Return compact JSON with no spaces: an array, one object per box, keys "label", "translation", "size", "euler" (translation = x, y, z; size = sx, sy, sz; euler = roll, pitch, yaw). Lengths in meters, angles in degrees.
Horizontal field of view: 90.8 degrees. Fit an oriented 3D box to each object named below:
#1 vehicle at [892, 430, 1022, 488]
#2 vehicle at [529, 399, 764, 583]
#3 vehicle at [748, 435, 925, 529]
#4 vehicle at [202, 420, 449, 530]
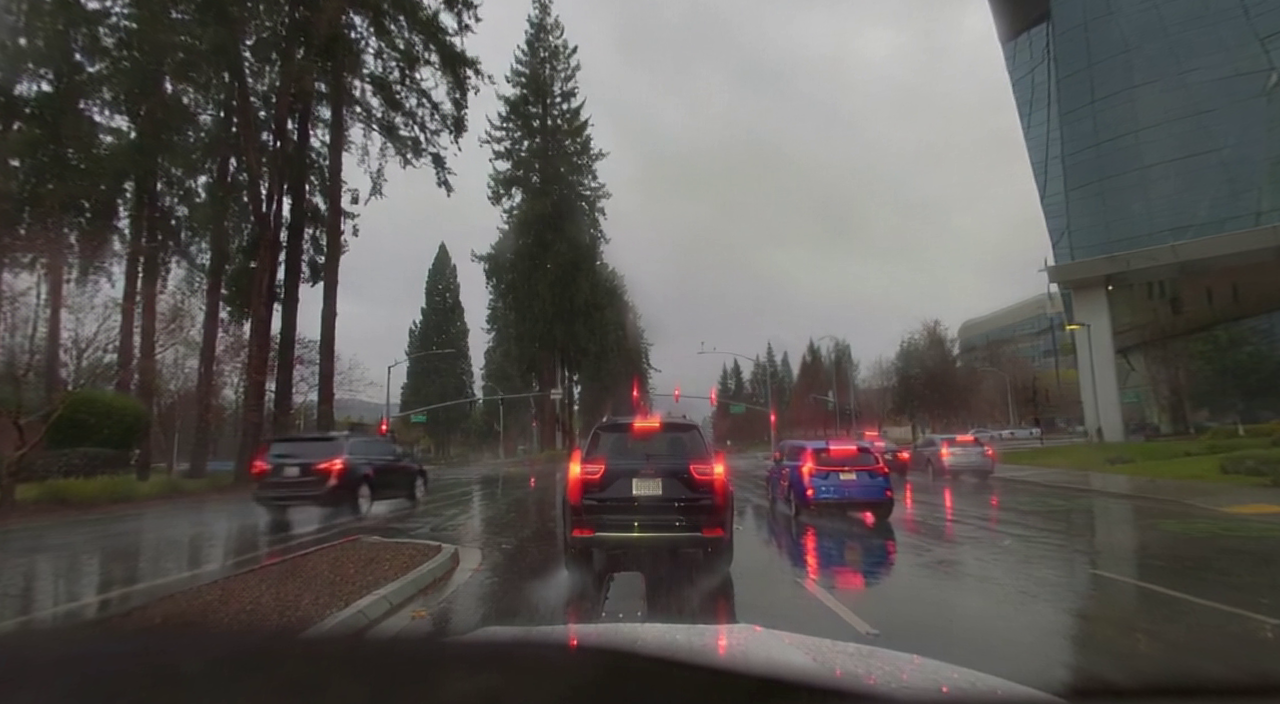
[{"label":"vehicle","translation":[10.861,3.699,22.130],"size":[2.123,1.812,4.553],"euler":[0,-9,-1]},{"label":"vehicle","translation":[0.059,1.655,8.248],"size":[2.266,1.762,4.131],"euler":[0,-9,0]},{"label":"vehicle","translation":[3.511,2.401,12.292],"size":[1.997,1.471,4.321],"euler":[0,-9,-1]},{"label":"vehicle","translation":[-6.061,2.454,13.236],"size":[2.555,1.819,5.145],"euler":[0,-9,0]}]
